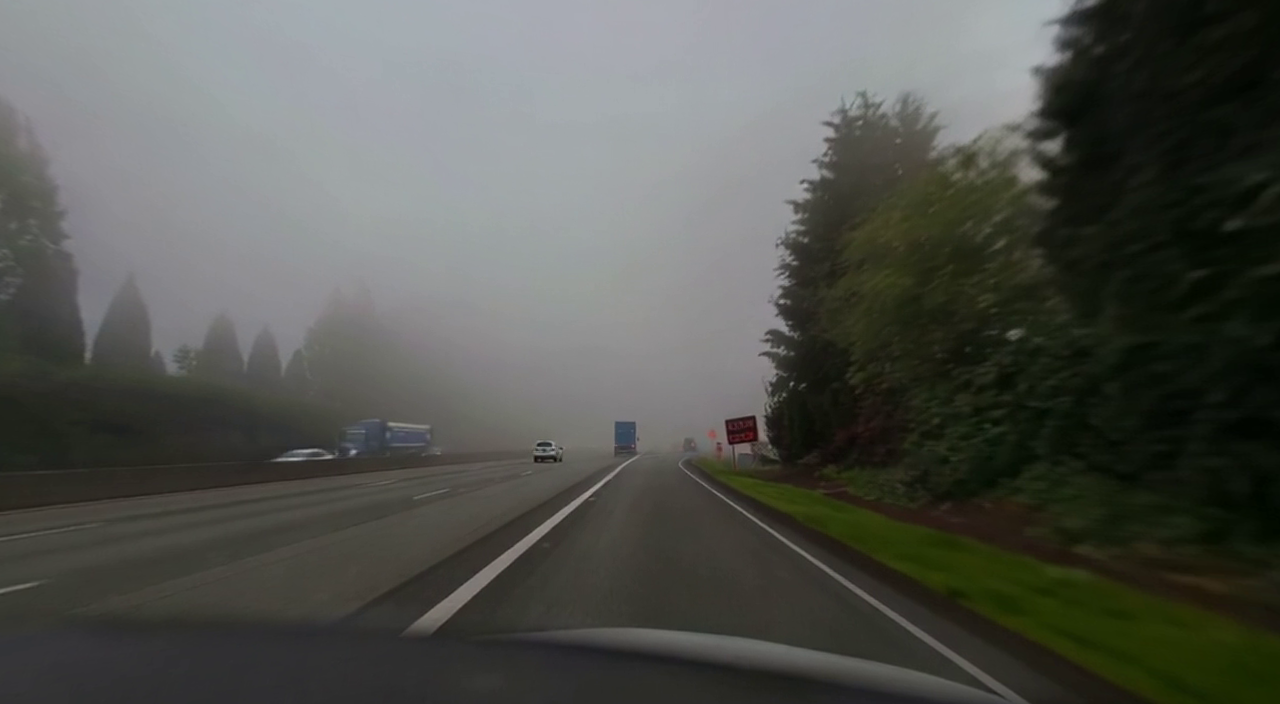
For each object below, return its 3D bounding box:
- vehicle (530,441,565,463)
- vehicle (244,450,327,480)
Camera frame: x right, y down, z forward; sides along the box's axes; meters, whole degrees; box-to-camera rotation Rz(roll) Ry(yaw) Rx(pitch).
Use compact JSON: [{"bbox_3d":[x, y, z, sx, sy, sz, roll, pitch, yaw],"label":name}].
[{"bbox_3d":[-6.869,7.464,47.064,1.893,1.566,4.051,-1,-9,2],"label":"vehicle"},{"bbox_3d":[-18.616,5.937,33.307,1.848,1.421,4.190,0,-9,2],"label":"vehicle"}]
